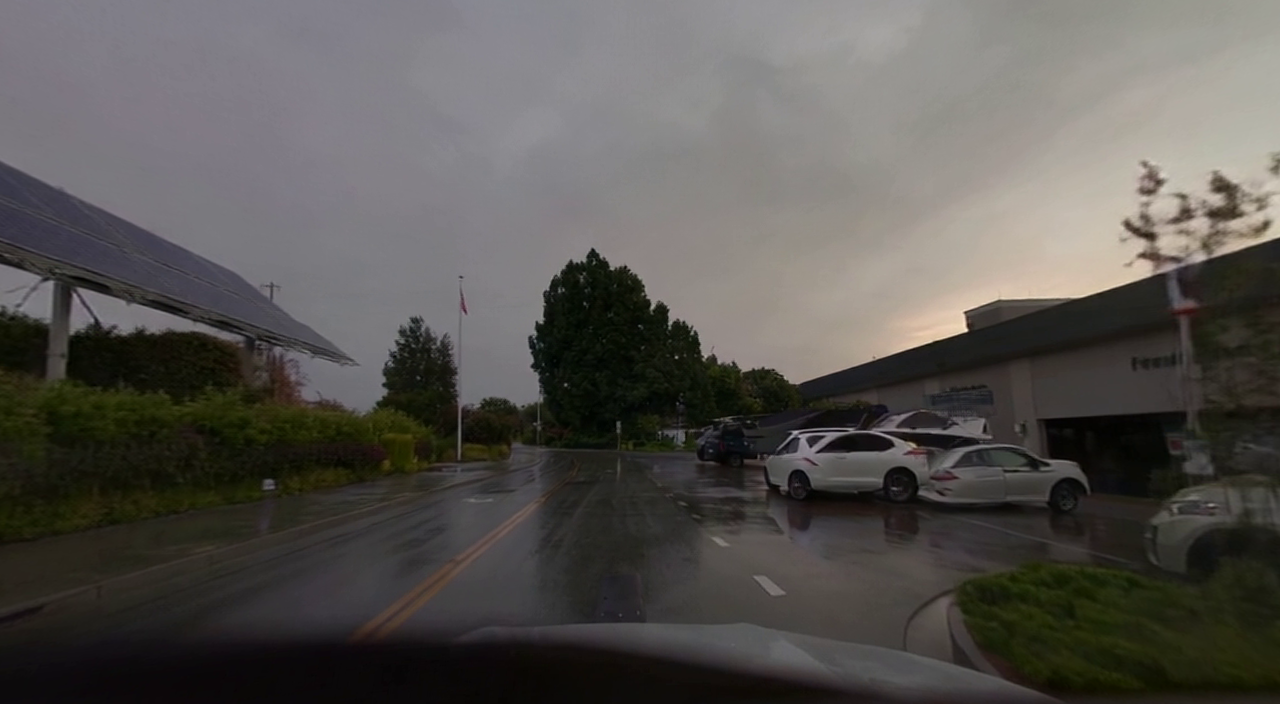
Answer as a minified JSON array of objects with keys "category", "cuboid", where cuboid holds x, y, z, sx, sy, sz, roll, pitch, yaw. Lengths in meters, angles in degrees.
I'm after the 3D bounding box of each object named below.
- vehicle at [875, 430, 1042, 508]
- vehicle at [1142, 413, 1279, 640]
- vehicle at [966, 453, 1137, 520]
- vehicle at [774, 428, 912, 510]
[{"category":"vehicle","cuboid":[7.961,2.969,16.366,1.924,1.713,4.627,0,-9,0]},{"category":"vehicle","cuboid":[7.064,1.385,4.697,2.113,1.945,4.546,3,-10,-23]},{"category":"vehicle","cuboid":[10.480,3.402,16.432,1.819,1.494,3.834,0,-9,0]},{"category":"vehicle","cuboid":[5.161,3.019,16.696,1.977,1.860,4.237,0,-9,-4]}]
